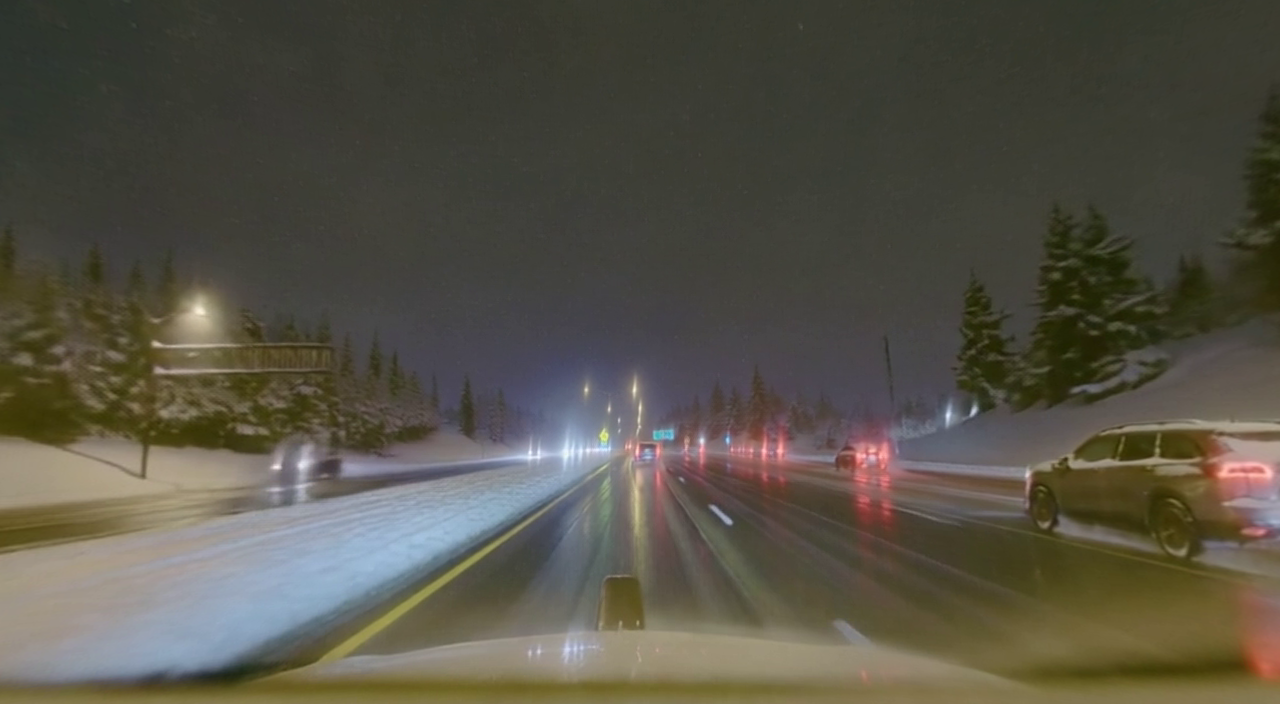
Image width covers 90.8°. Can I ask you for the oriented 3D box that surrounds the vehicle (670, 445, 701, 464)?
[{"bbox_3d":[3.530,8.050,49.749,1.993,1.427,4.204,0,-9,-1],"label":"vehicle"}]

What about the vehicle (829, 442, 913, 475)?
[{"bbox_3d":[10.958,5.099,30.401,2.087,1.442,4.834,0,-9,-1],"label":"vehicle"}]

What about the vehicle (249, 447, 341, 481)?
[{"bbox_3d":[-17.730,5.744,32.794,2.053,1.582,4.816,0,-9,0],"label":"vehicle"}]

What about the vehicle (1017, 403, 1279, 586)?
[{"bbox_3d":[6.957,1.579,7.576,2.027,1.679,4.543,0,-9,0],"label":"vehicle"}]

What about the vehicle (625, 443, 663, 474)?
[{"bbox_3d":[0.167,5.911,35.395,1.864,1.566,4.446,0,-8,-3],"label":"vehicle"}]
